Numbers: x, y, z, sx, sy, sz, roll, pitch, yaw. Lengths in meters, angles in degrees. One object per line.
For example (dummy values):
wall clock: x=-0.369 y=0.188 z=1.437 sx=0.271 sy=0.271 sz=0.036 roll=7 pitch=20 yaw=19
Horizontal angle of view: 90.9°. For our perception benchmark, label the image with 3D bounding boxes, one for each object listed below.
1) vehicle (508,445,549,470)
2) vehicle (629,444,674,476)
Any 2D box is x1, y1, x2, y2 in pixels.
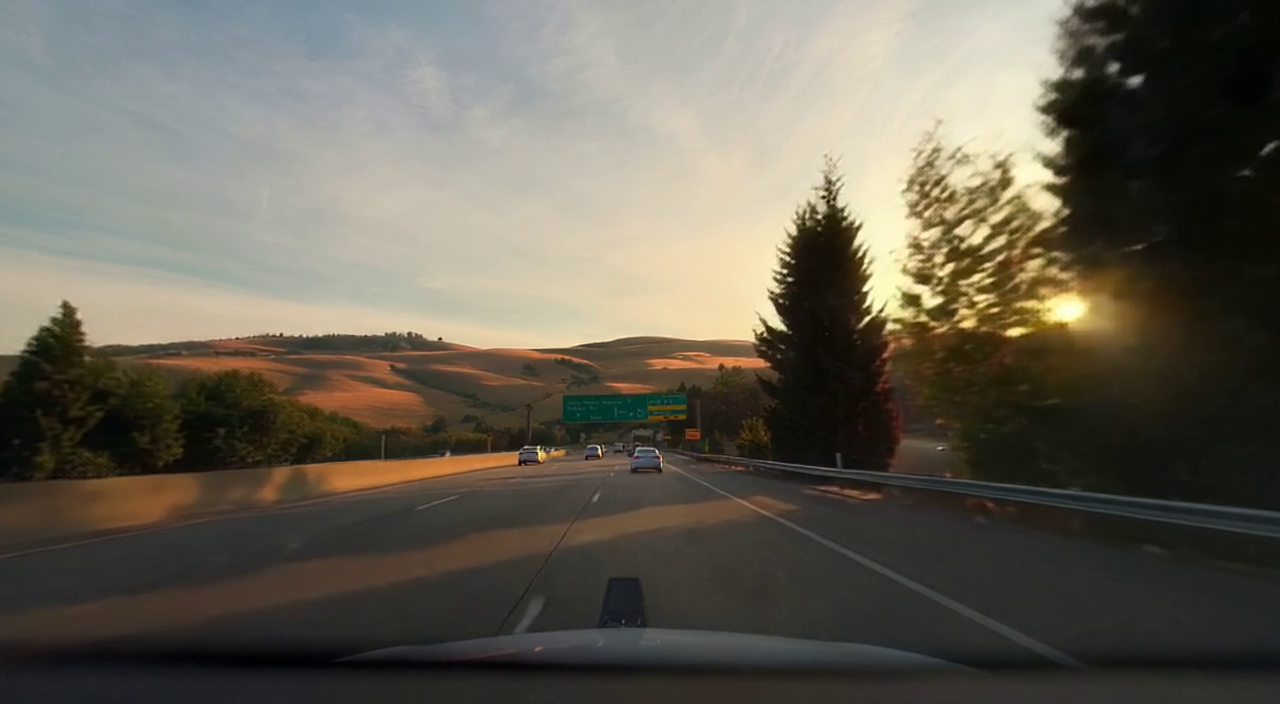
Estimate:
vehicle: x=-7.008 y=6.688 z=39.899 sx=1.955 sy=1.468 sz=3.637 roll=0 pitch=-9 yaw=-1
vehicle: x=0.489 y=5.368 z=31.497 sx=2.019 sy=1.475 sz=4.301 roll=0 pitch=-9 yaw=-2
